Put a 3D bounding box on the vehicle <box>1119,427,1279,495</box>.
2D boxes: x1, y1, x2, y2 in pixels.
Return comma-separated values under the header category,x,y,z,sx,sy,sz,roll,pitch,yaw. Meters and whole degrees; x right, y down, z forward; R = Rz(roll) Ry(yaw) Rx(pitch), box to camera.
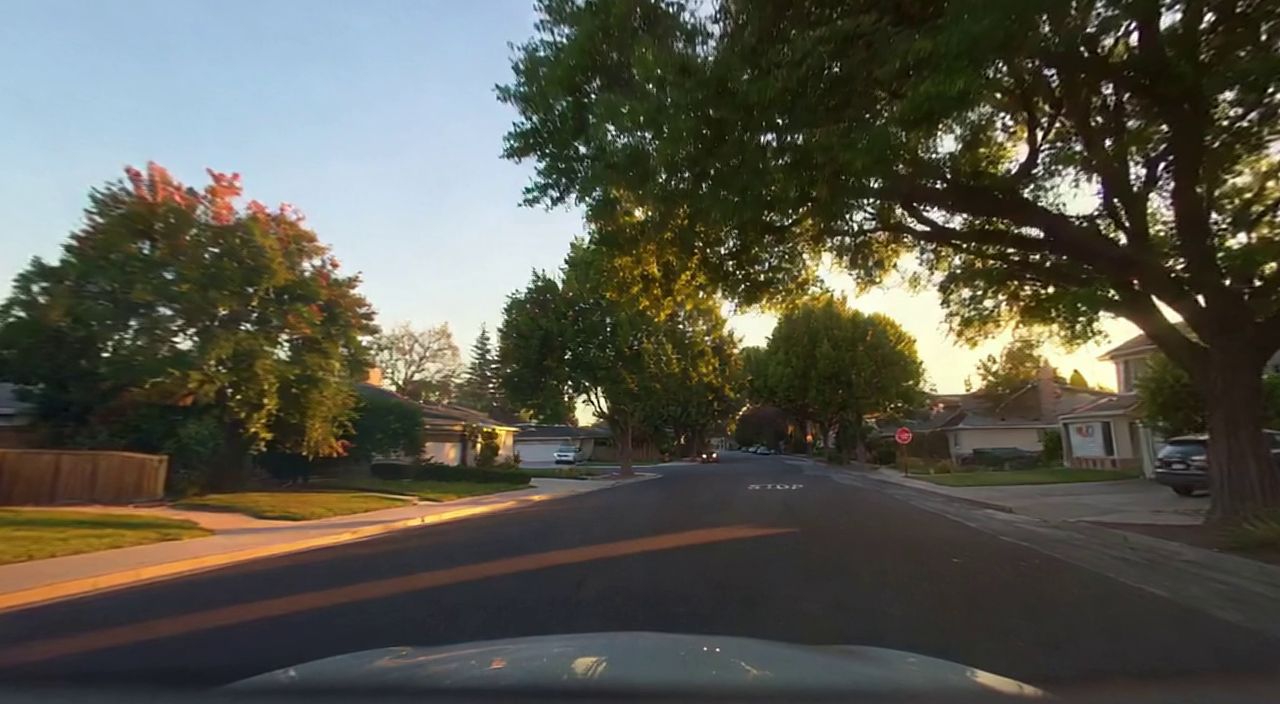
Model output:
category,x,y,z,sx,sy,sz,roll,pitch,yaw
vehicle,15.026,2.671,15.766,4.589,1.526,2.133,1,-9,-8
